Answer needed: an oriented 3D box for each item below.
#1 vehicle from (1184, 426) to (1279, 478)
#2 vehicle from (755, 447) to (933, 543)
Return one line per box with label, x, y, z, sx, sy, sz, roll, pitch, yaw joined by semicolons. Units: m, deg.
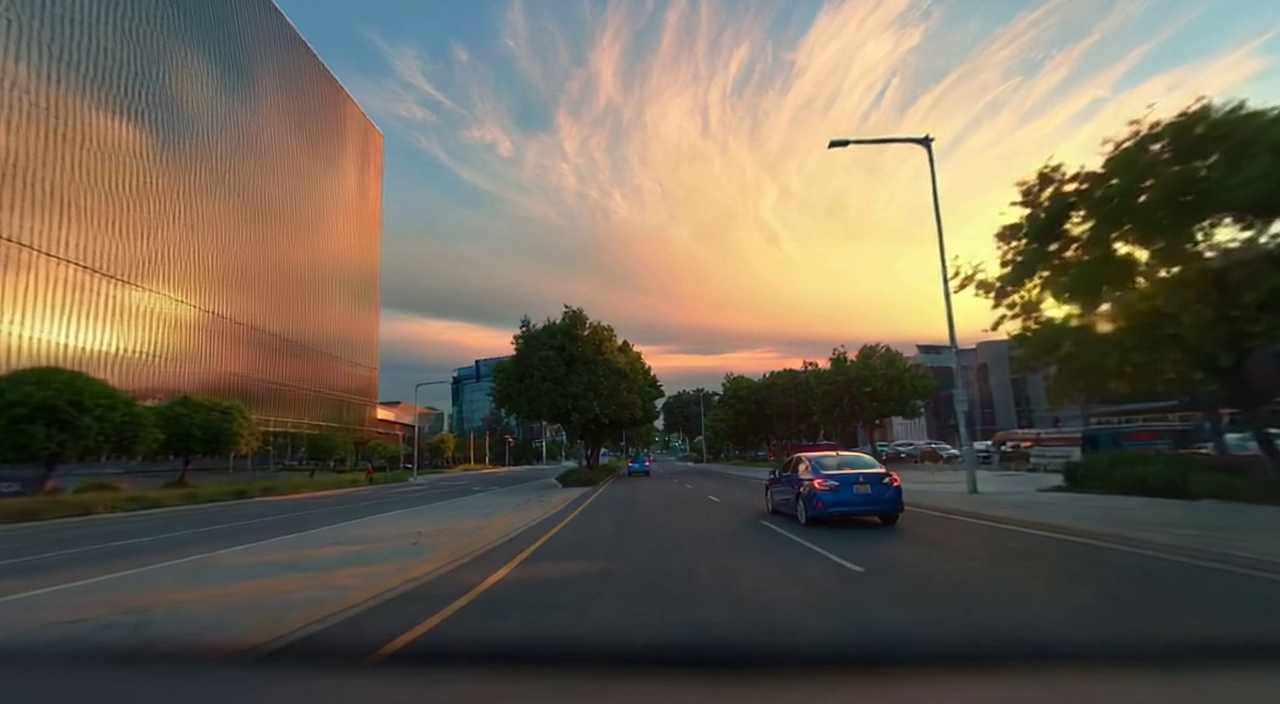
vehicle;20.540;3.220;20.291;4.373;1.580;1.729;0;-9;-2
vehicle;3.646;2.610;12.185;1.993;1.501;4.127;0;-9;-1
